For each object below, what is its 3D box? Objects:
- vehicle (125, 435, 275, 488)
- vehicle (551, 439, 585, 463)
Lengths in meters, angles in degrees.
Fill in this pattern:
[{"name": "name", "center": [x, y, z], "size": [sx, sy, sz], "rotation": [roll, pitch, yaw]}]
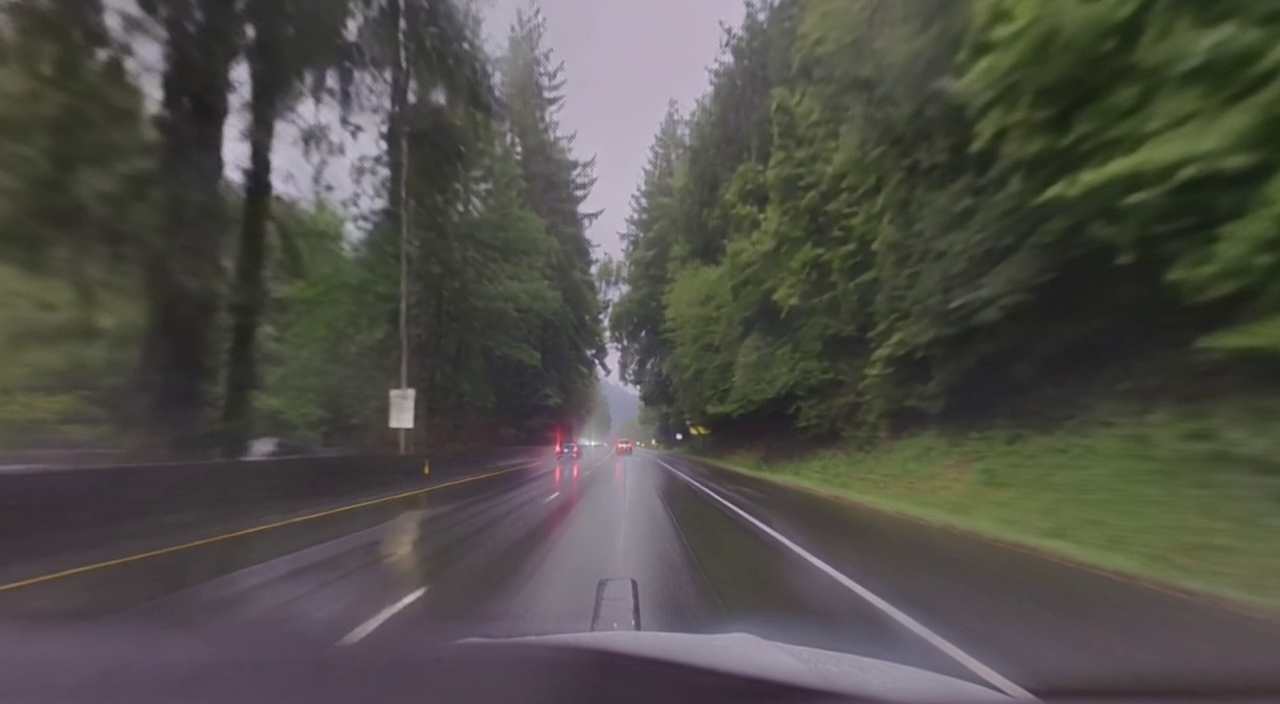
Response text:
[{"name": "vehicle", "center": [-15.051, 3.734, 21.943], "size": [1.946, 1.609, 4.727], "rotation": [0, -8, -2]}, {"name": "vehicle", "center": [-5.241, 7.206, 46.150], "size": [2.111, 1.645, 4.382], "rotation": [0, -8, -2]}]
